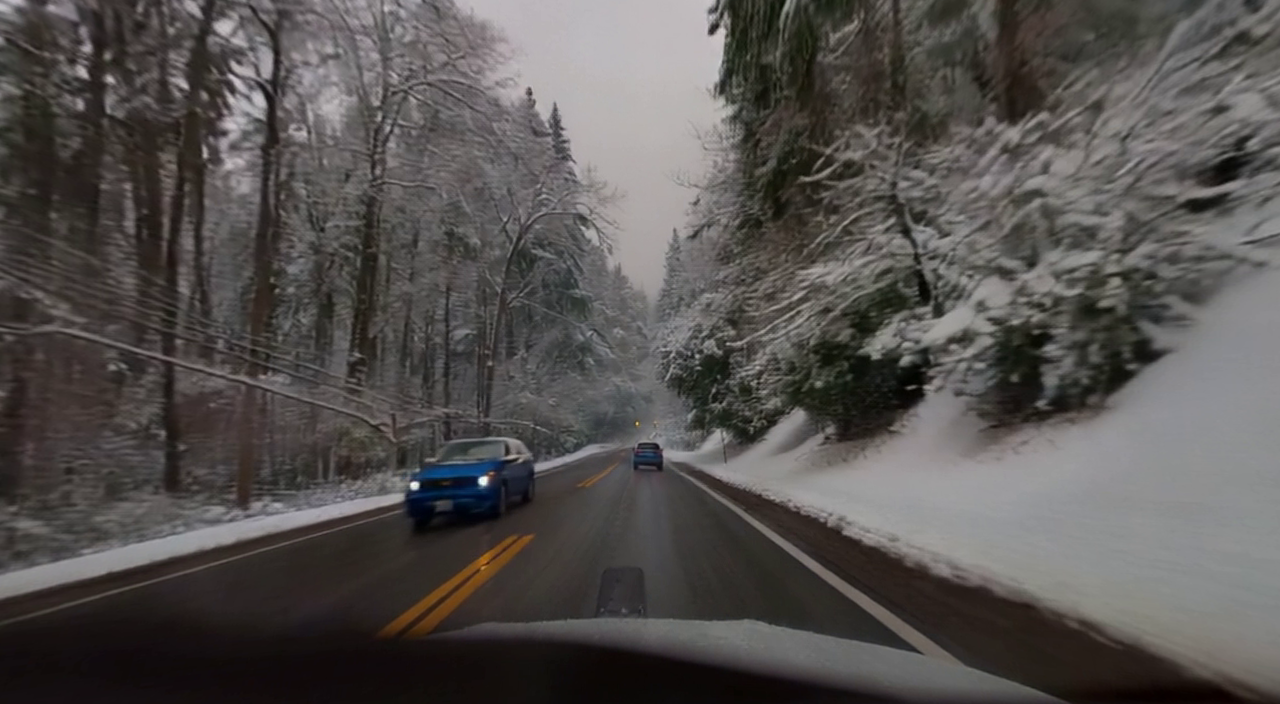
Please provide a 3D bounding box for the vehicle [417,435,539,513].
[{"bbox_3d":[-3.927,3.019,16.181,1.953,1.676,4.508,0,-8,0],"label":"vehicle"}]

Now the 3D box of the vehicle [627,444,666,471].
[{"bbox_3d":[0.338,6.272,37.869,2.120,1.491,4.349,0,-8,-2],"label":"vehicle"}]
